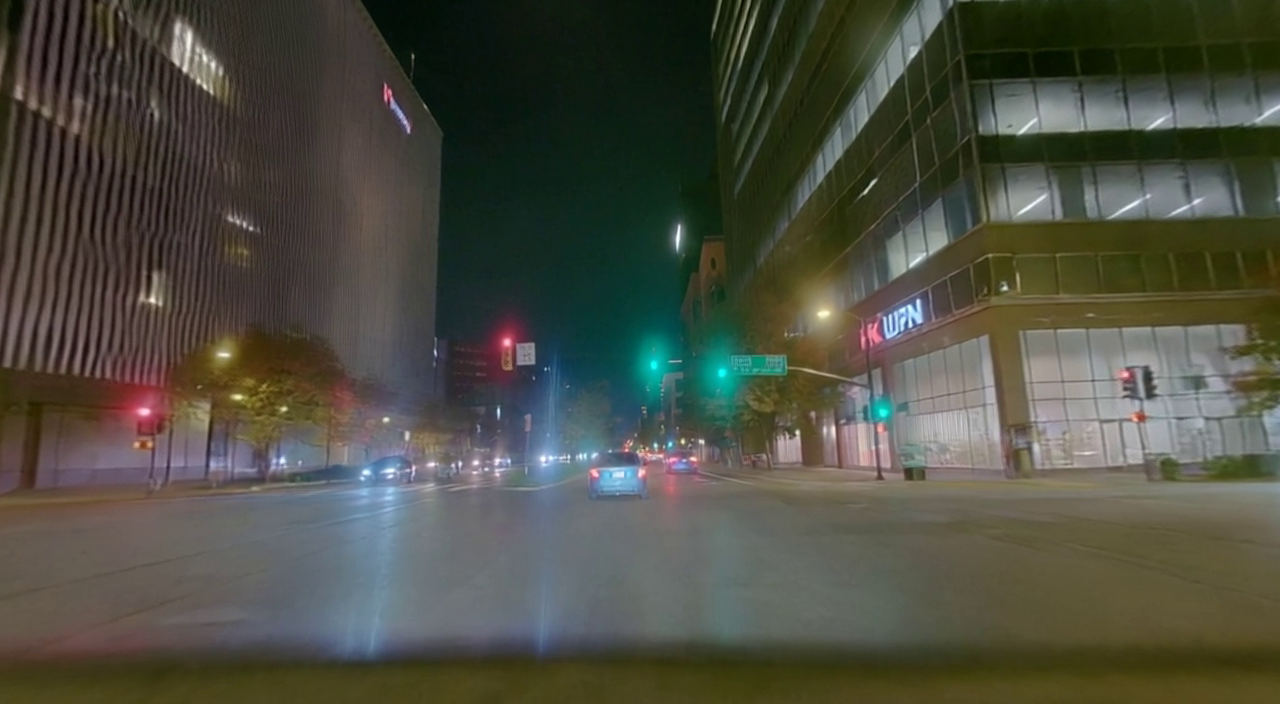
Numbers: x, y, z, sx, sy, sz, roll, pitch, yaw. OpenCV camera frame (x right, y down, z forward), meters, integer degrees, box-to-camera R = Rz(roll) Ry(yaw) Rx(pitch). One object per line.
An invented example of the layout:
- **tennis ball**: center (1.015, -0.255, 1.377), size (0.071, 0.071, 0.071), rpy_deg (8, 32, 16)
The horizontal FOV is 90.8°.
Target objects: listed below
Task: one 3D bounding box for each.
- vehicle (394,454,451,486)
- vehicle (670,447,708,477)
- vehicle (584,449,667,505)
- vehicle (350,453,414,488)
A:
- **vehicle**: center (-12.651, 6.871, 36.987), size (2.000, 1.507, 4.286), rpy_deg (-2, -7, -2)
- **vehicle**: center (3.152, 7.106, 41.228), size (2.078, 1.799, 4.089), rpy_deg (0, -8, -1)
- **vehicle**: center (-0.419, 3.566, 18.469), size (2.144, 1.398, 3.963), rpy_deg (1, -8, -1)
- **vehicle**: center (-16.098, 7.360, 39.729), size (2.119, 1.815, 4.795), rpy_deg (-2, -7, -1)
